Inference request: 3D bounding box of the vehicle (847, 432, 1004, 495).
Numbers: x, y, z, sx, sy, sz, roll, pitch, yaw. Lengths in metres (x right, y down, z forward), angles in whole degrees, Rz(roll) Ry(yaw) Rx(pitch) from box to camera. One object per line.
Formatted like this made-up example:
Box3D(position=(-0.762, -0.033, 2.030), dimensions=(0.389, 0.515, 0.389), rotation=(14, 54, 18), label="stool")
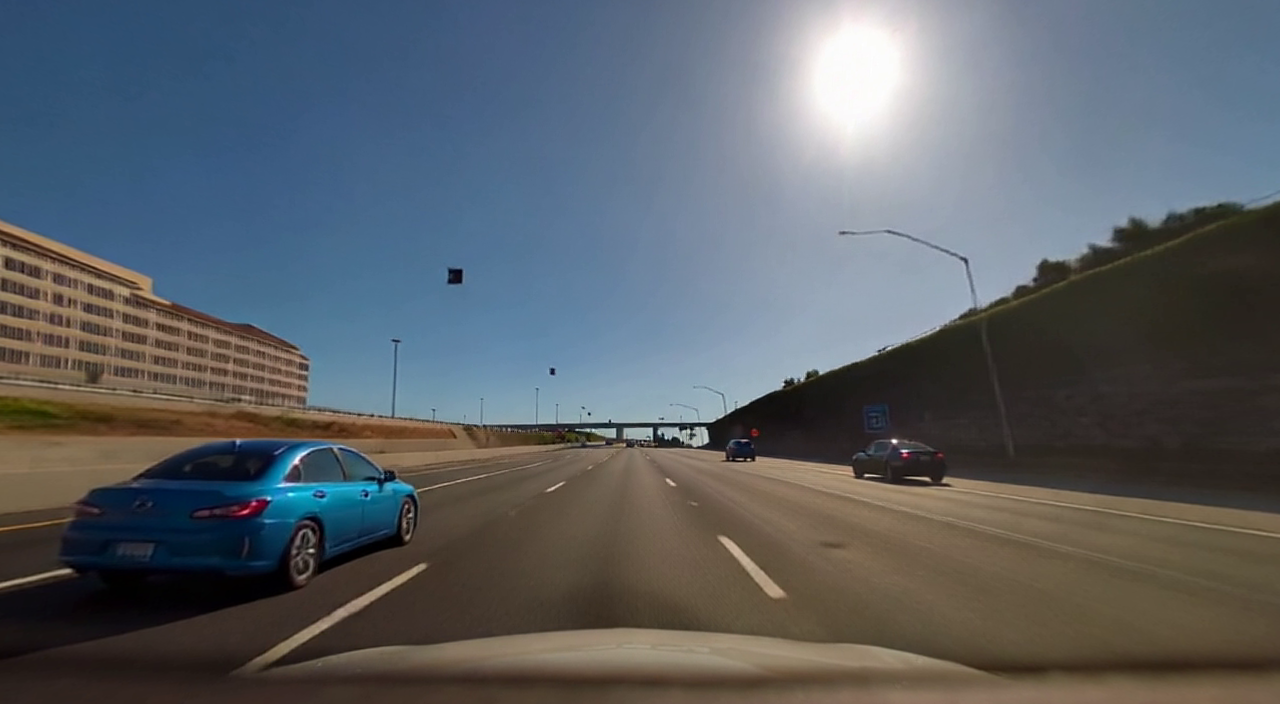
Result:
Box3D(position=(8.421, 3.331, 19.325), dimensions=(2.165, 1.636, 5.175), rotation=(0, -8, -3), label="vehicle")
